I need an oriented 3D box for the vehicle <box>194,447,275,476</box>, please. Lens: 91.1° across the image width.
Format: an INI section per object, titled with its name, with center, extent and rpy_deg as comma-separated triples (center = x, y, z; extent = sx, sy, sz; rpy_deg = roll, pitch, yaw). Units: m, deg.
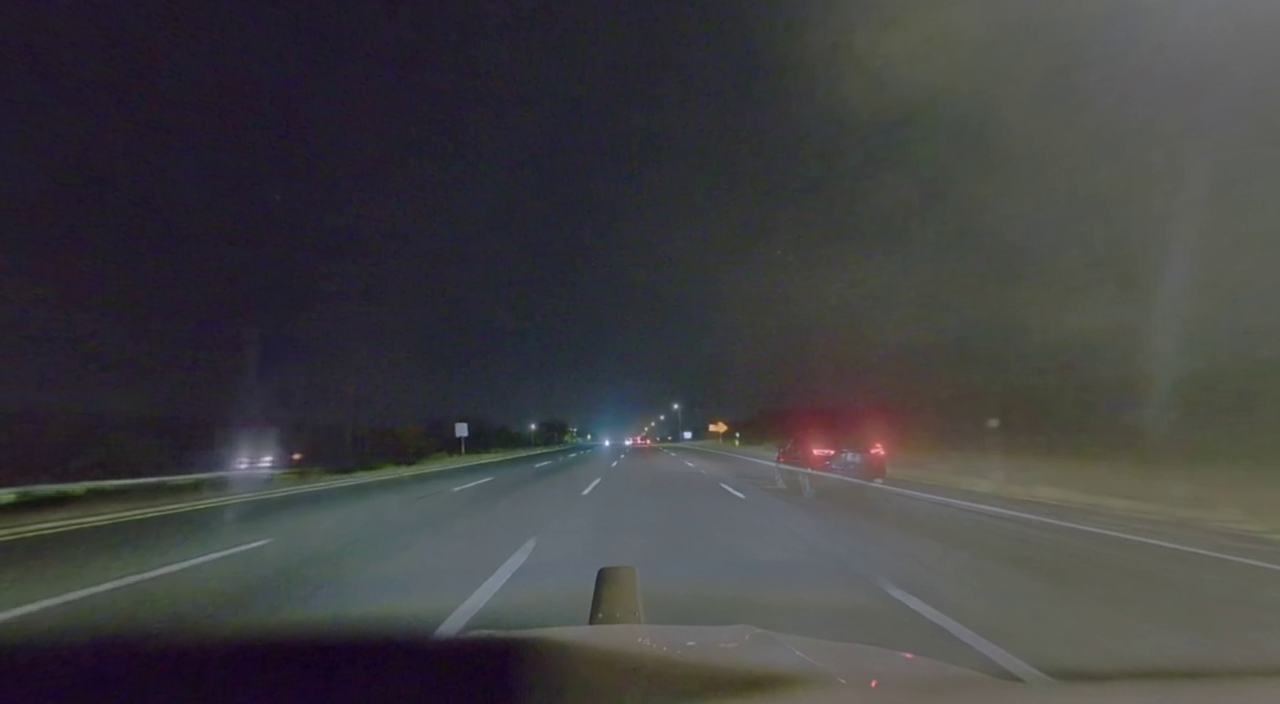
[vehicle]
center = -22.625, 6.096, 35.262
extent = 1.776, 1.493, 4.020
rpy_deg = 0, -8, 1
